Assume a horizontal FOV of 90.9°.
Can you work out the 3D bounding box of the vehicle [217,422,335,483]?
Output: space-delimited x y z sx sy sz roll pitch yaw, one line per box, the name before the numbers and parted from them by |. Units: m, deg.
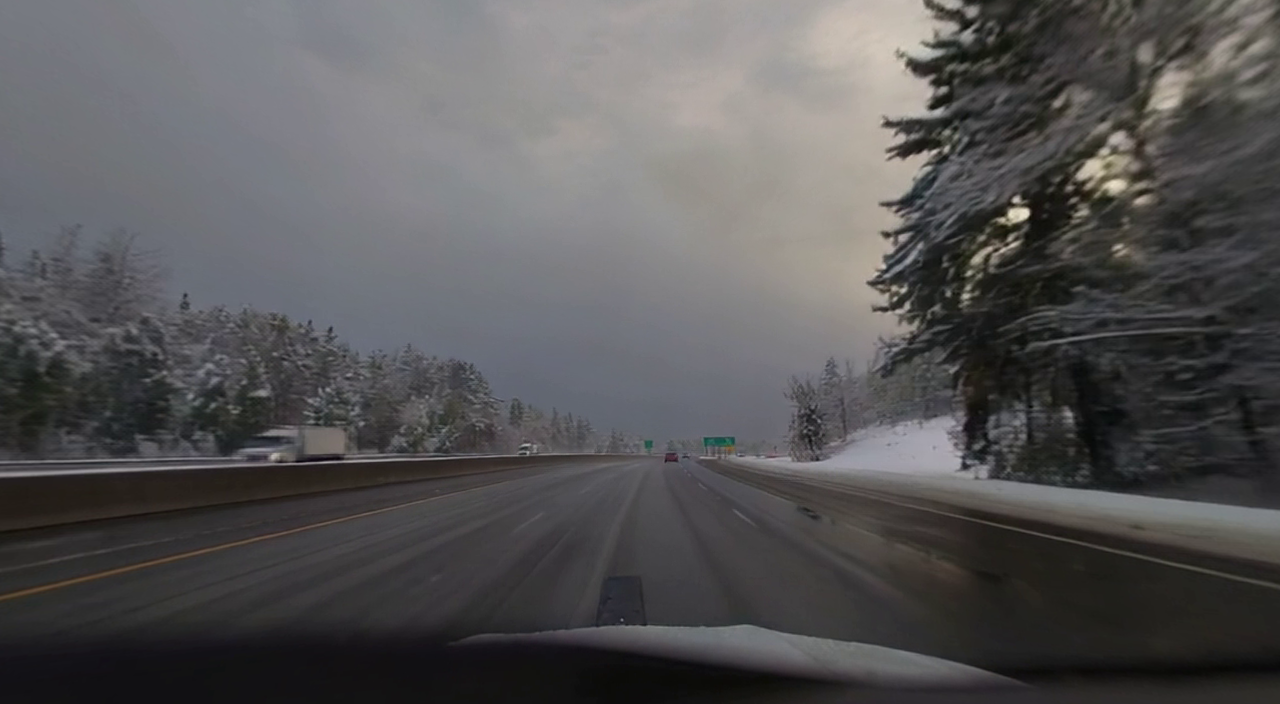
vehicle | -18.251 5.085 32.057 2.240 2.748 5.884 -1 -9 2
